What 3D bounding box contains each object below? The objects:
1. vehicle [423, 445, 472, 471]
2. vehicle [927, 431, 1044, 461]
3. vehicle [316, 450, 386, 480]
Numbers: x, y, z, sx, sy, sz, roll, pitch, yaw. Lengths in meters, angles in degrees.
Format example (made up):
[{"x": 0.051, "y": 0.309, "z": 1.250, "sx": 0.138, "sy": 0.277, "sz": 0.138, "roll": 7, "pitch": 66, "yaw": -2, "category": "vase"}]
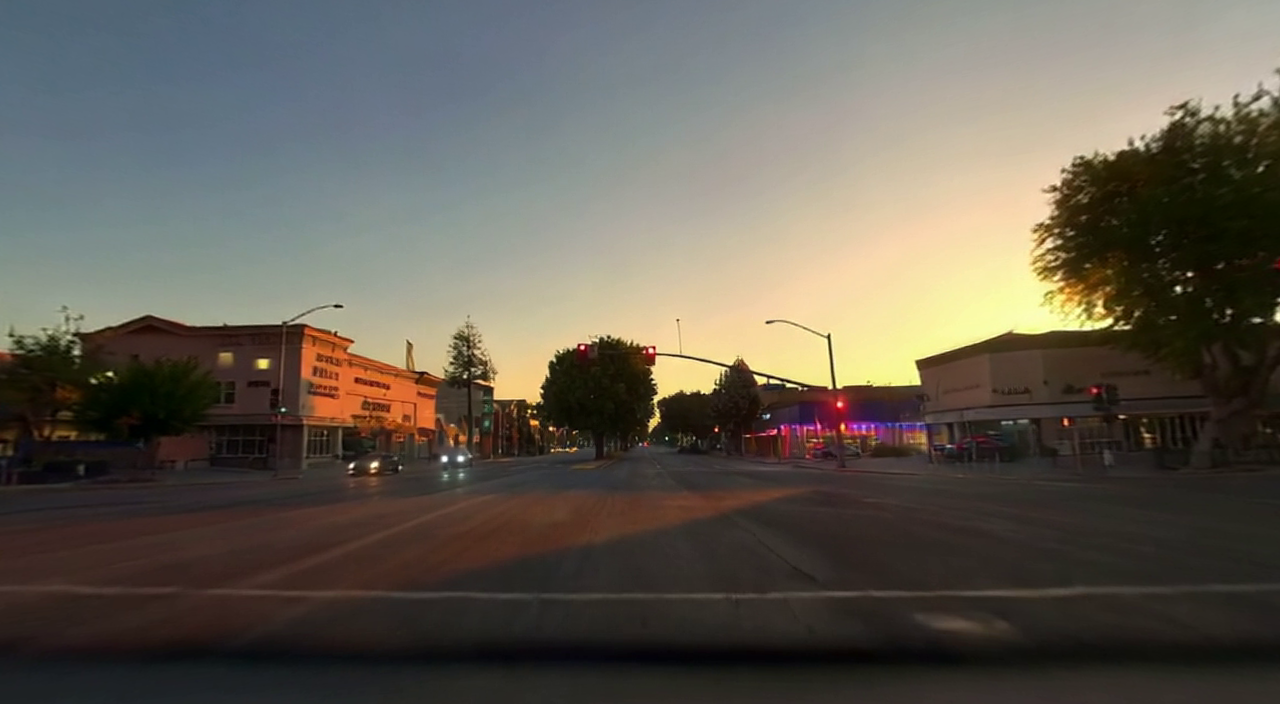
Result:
[{"x": -12.975, "y": 7.165, "z": 42.772, "sx": 1.892, "sy": 1.639, "sz": 4.311, "roll": 0, "pitch": -8, "yaw": 1, "category": "vehicle"}, {"x": 20.904, "y": 5.705, "z": 38.385, "sx": 5.587, "sy": 1.689, "sz": 2.605, "roll": 0, "pitch": -9, "yaw": -3, "category": "vehicle"}, {"x": -16.598, "y": 6.483, "z": 36.600, "sx": 1.924, "sy": 1.557, "sz": 4.357, "roll": 0, "pitch": -8, "yaw": 1, "category": "vehicle"}]
